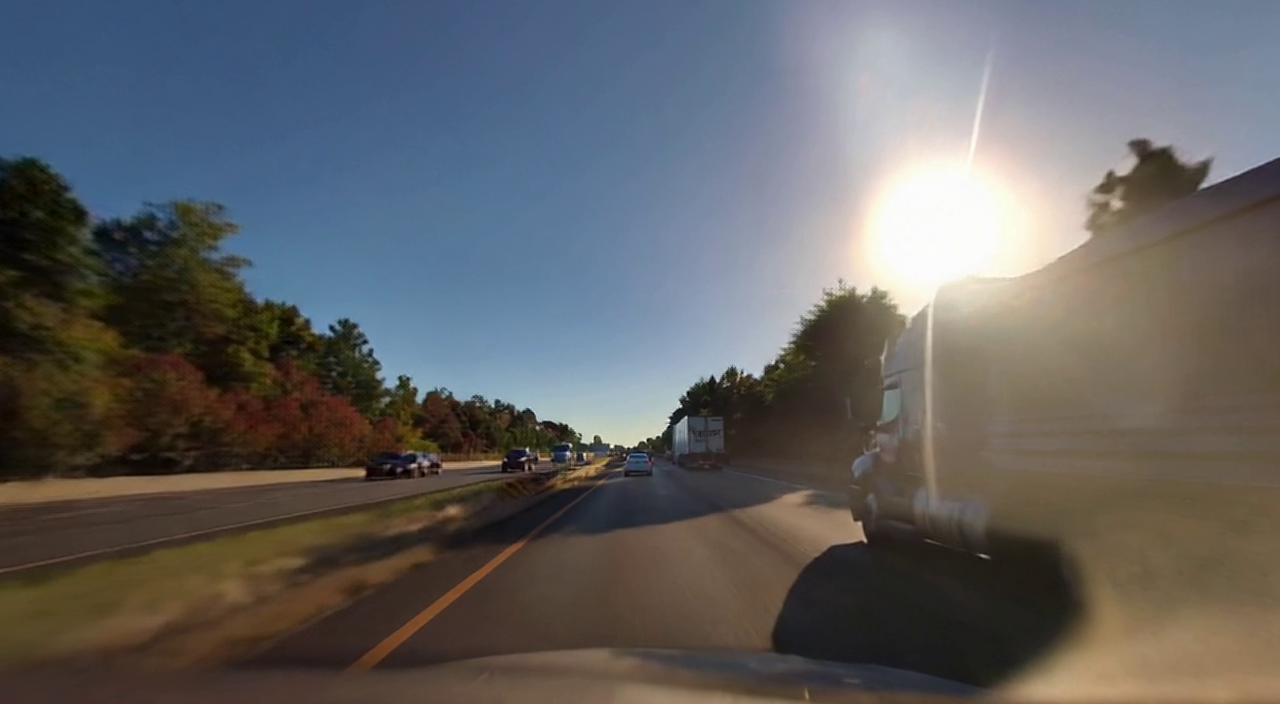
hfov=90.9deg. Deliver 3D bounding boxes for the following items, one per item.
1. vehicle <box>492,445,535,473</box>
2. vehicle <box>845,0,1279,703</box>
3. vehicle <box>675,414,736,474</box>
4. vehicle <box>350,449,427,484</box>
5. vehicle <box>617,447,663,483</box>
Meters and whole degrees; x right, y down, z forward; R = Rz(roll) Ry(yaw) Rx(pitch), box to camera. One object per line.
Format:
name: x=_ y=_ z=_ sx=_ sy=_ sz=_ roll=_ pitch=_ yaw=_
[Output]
vehicle: x=-8.202 y=6.990 z=41.192 sx=2.028 sy=1.702 sz=3.667 roll=0 pitch=-9 yaw=1
vehicle: x=4.512 y=0.269 z=5.890 sx=3.041 sy=3.923 sz=6.030 roll=0 pitch=-9 yaw=0
vehicle: x=4.435 y=6.707 z=45.598 sx=2.885 sy=3.679 sz=12.102 roll=0 pitch=-9 yaw=-1
vehicle: x=-12.378 y=5.632 z=31.378 sx=1.922 sy=1.586 sz=4.633 roll=0 pitch=-9 yaw=0
vehicle: x=0.021 y=5.018 z=28.287 sx=1.939 sy=1.495 sz=3.612 roll=0 pitch=-9 yaw=0
